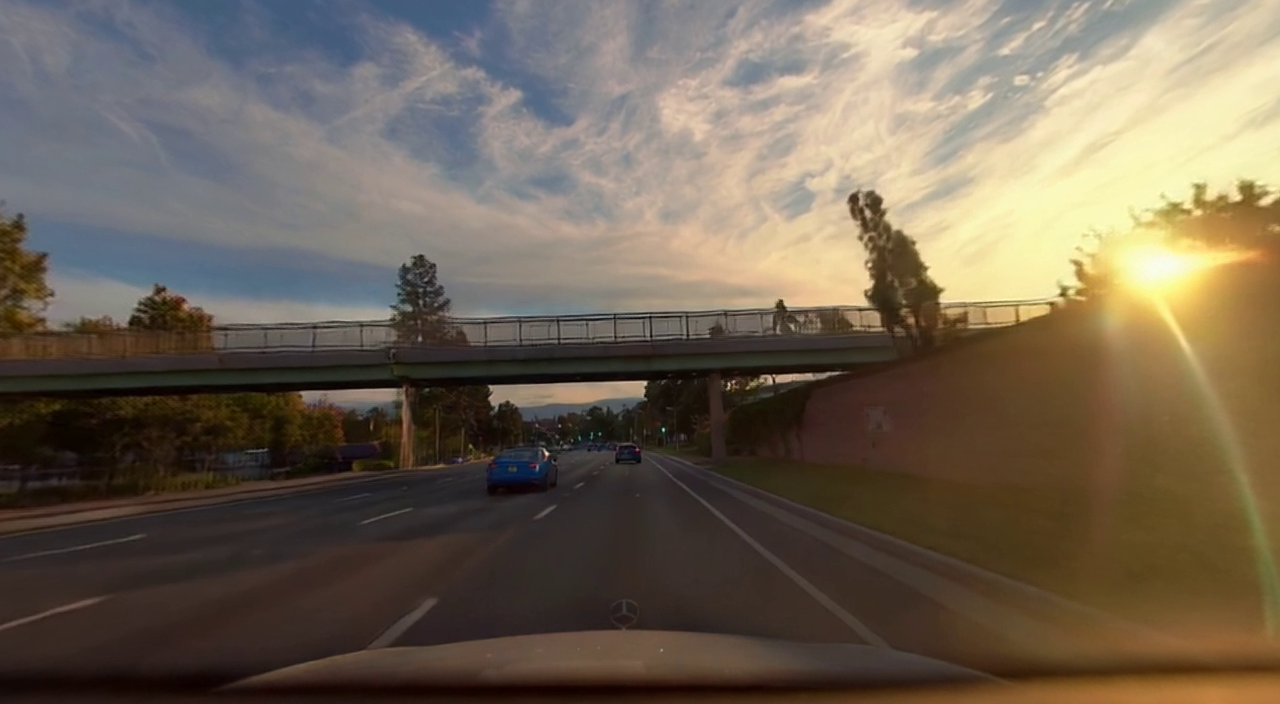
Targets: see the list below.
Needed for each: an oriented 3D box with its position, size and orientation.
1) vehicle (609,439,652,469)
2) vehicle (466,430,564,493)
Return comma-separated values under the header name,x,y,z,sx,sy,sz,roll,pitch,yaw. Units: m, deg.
name,x,y,z,sx,sy,sz,roll,pitch,yaw
vehicle,-0.566,5.628,35.112,2.205,1.509,4.272,0,-8,-2
vehicle,-3.837,3.463,20.382,2.223,1.771,4.581,-1,-8,0
